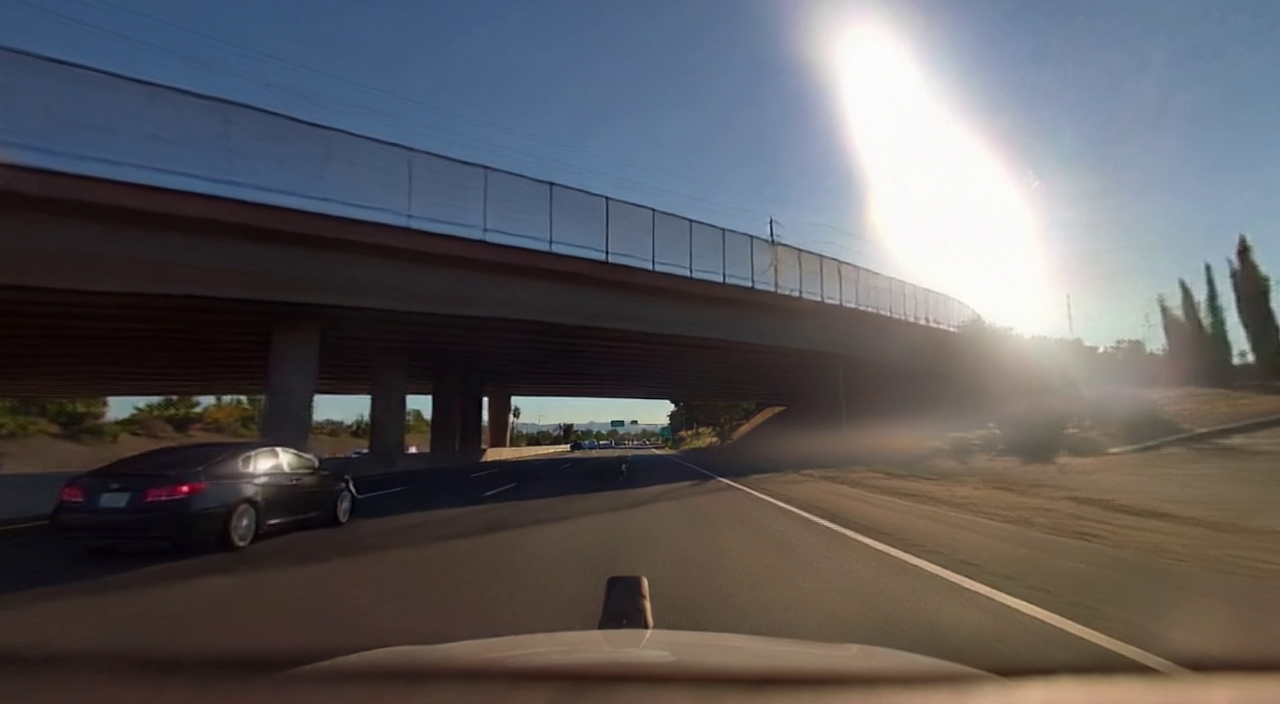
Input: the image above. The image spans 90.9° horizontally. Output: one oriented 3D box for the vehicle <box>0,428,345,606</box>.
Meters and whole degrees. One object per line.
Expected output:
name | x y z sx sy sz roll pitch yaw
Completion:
vehicle | -5.860 1.791 7.904 2.105 1.551 4.602 0 -8 0
